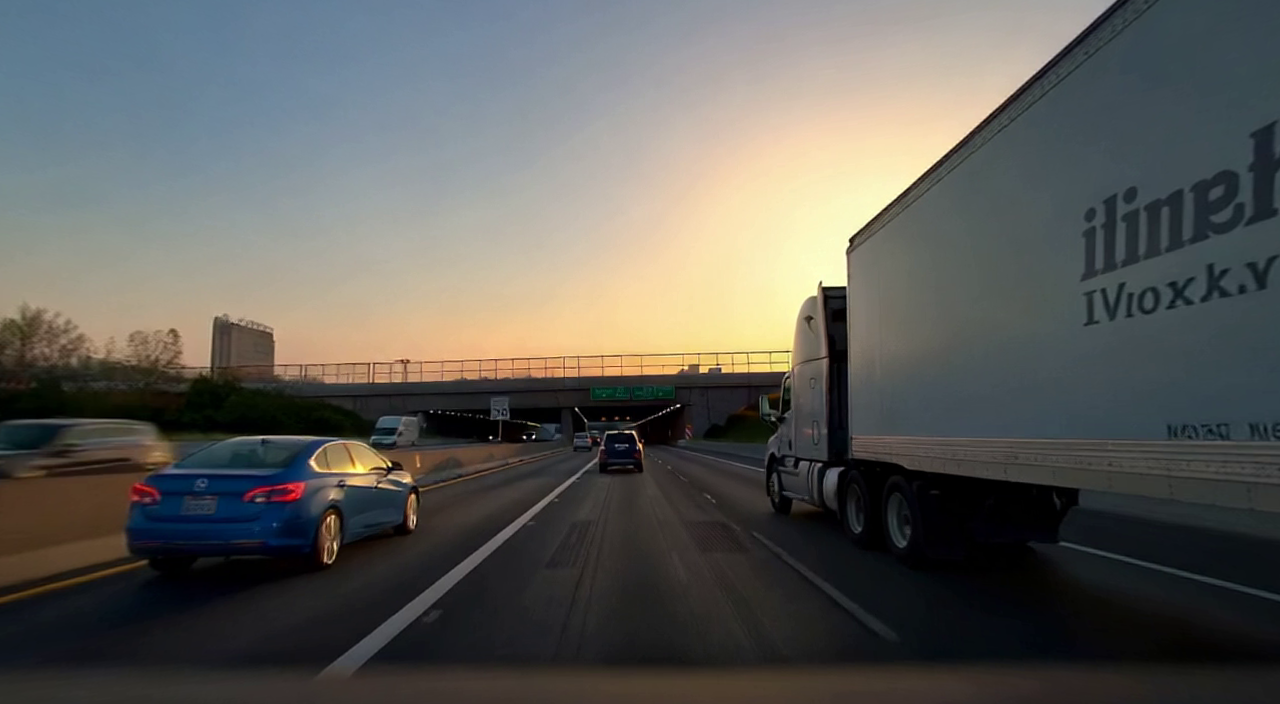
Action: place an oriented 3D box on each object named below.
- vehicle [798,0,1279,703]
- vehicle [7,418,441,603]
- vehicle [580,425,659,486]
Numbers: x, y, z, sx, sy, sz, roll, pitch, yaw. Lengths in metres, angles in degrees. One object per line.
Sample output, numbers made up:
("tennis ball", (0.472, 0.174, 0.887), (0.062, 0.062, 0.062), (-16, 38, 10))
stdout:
("vehicle", (4.029, -0.288, 2.894), (2.842, 4.108, 14.081), (0, -8, -1))
("vehicle", (-3.968, 1.544, 7.181), (2.019, 1.435, 4.317), (0, -8, 0))
("vehicle", (-0.580, 2.987, 18.571), (2.094, 1.600, 3.666), (0, -8, -1))
